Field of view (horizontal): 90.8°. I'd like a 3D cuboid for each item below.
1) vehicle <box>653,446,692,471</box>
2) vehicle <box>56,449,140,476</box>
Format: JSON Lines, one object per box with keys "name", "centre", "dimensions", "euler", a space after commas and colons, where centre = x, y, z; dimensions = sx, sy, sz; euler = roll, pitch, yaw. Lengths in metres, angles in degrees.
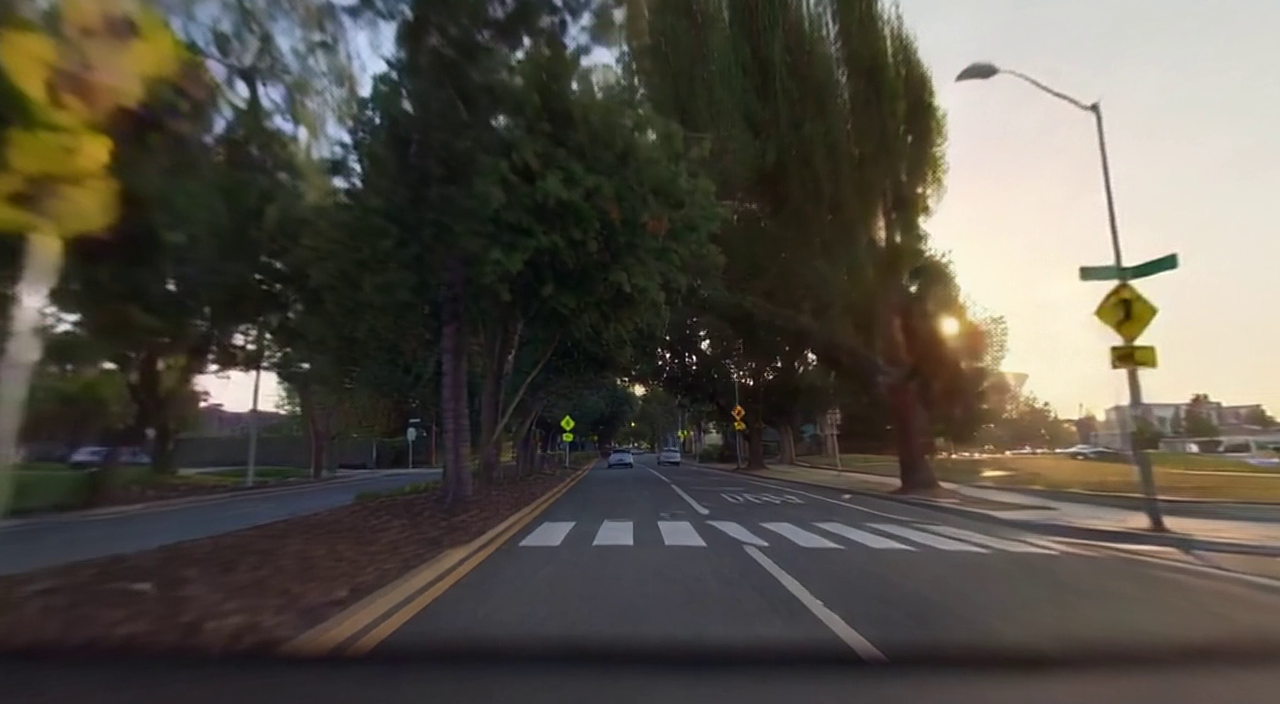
{"name": "vehicle", "centre": [2.027, 6.790, 40.565], "dimensions": [2.142, 1.501, 4.273], "euler": [0, -9, -2]}
{"name": "vehicle", "centre": [-38.714, 7.862, 45.204], "dimensions": [4.112, 1.776, 1.968], "euler": [-1, -8, 0]}
